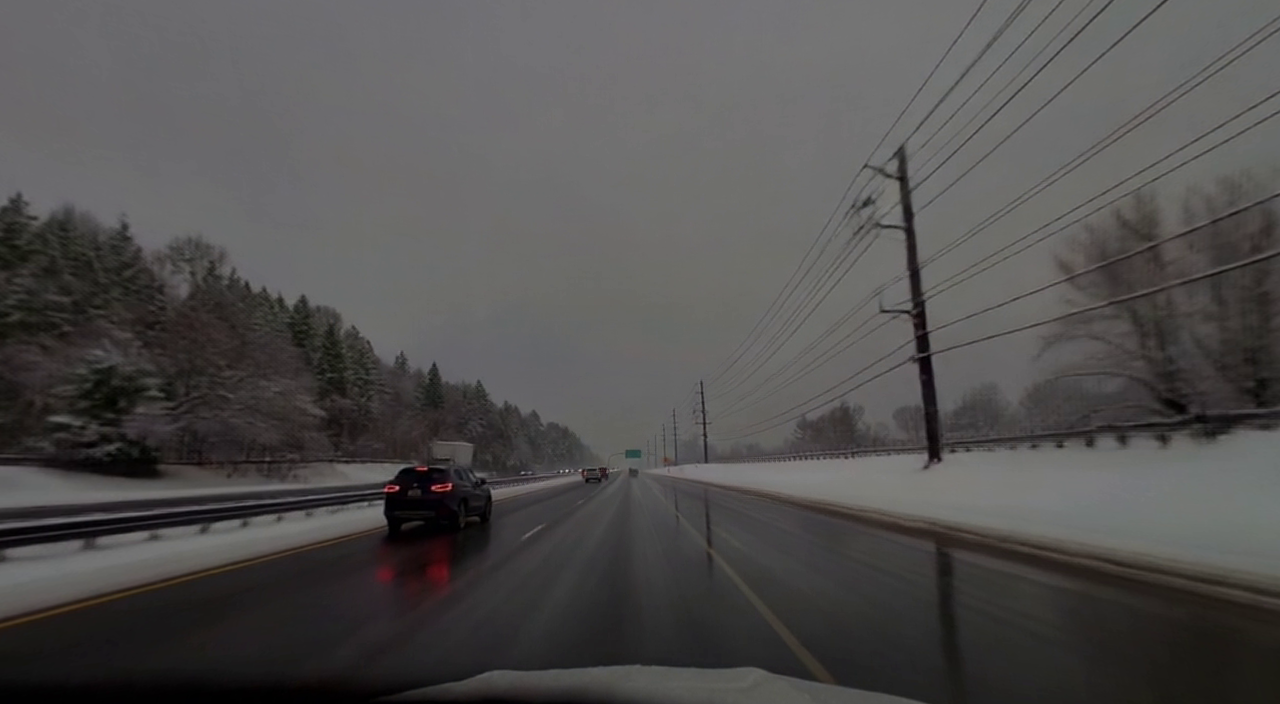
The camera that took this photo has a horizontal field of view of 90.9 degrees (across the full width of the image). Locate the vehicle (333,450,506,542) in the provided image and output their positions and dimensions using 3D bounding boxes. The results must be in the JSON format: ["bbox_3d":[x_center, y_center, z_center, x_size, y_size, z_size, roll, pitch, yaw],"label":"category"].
[{"bbox_3d":[-4.179,2.825,12.800,1.963,1.501,4.227,1,-11,0],"label":"vehicle"}]

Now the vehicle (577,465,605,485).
[{"bbox_3d":[-3.784,9.633,49.391,1.884,1.486,3.934,1,-11,-1],"label":"vehicle"}]
